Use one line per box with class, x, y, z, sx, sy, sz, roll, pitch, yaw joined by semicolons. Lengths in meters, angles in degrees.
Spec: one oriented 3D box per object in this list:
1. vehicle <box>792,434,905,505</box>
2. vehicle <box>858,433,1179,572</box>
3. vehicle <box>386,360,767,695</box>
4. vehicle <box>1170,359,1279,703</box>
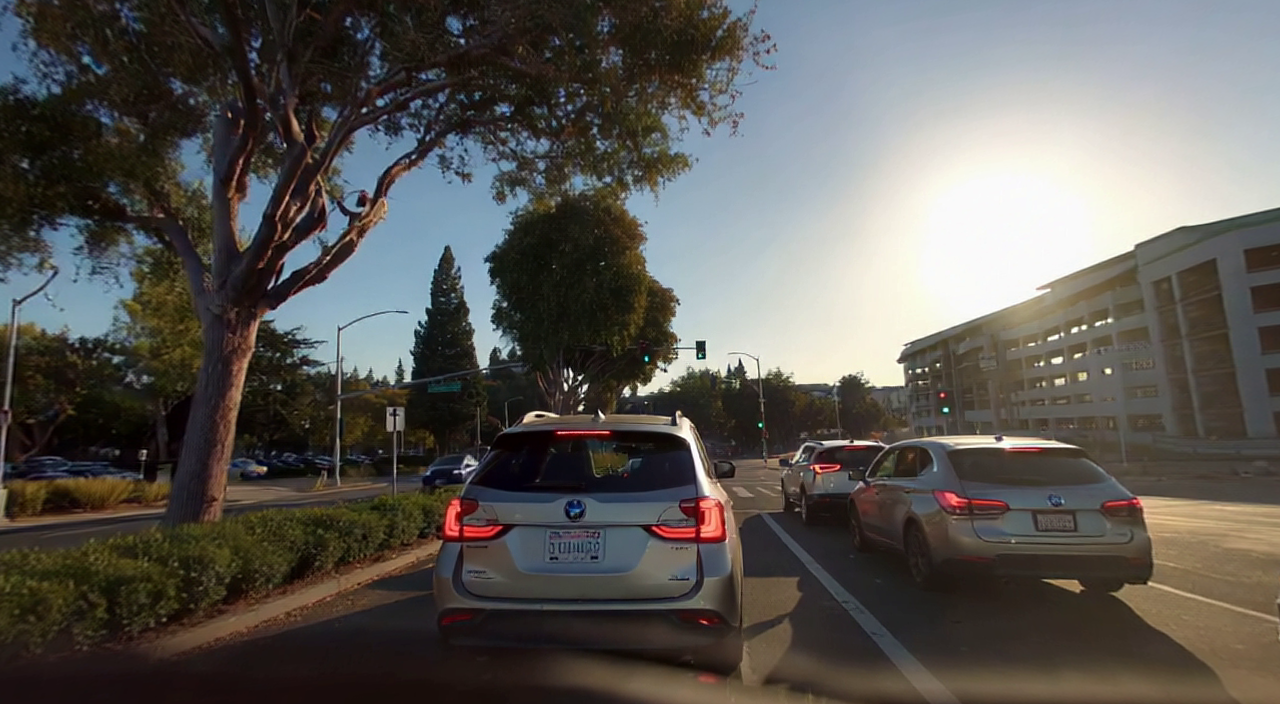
vehicle;5.330;3.032;16.714;1.994;1.638;4.100;-1;-8;6
vehicle;4.896;1.970;9.167;1.963;1.480;4.553;0;-8;2
vehicle;-0.210;1.233;5.556;2.021;1.742;4.295;-1;-8;4
vehicle;4.061;0.609;1.115;1.993;1.719;4.953;0;-8;1
